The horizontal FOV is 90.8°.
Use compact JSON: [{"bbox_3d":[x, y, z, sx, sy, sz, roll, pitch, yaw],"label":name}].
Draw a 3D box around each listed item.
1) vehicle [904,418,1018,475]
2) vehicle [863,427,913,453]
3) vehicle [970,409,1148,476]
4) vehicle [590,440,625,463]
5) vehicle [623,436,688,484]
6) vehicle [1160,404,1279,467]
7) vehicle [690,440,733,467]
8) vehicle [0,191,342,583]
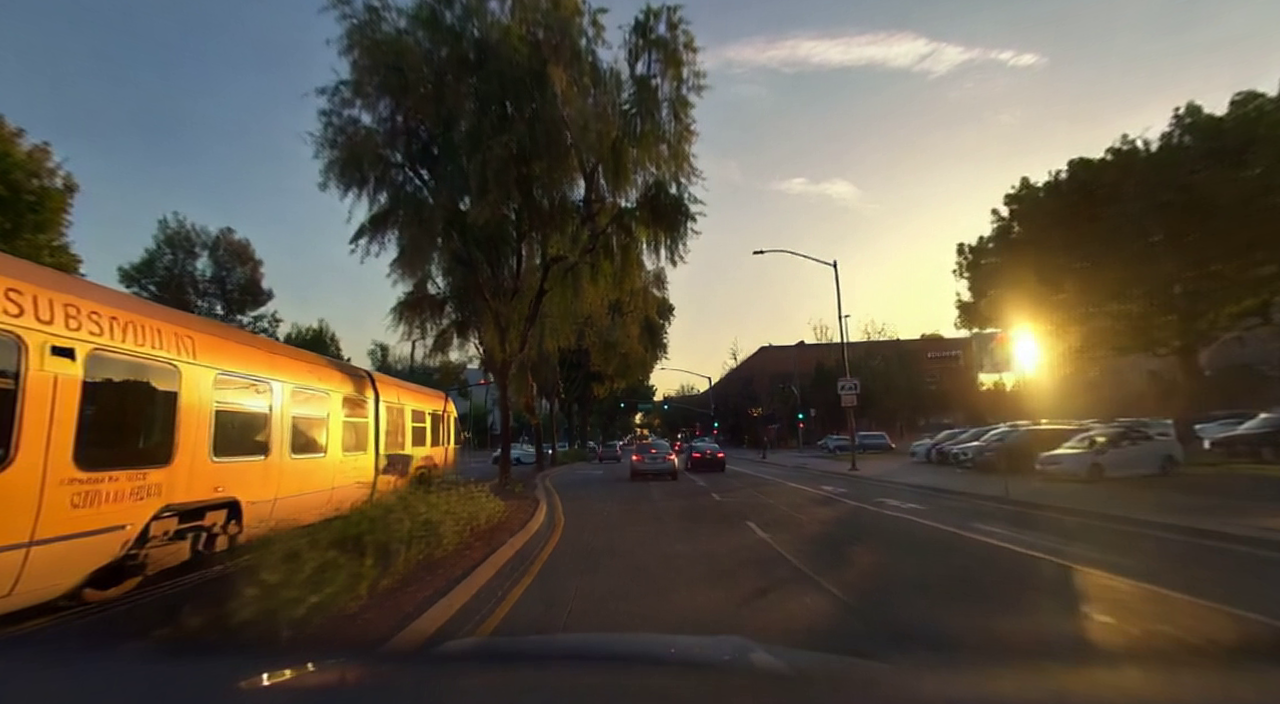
[{"bbox_3d":[13.775,4.001,27.637,2.221,2.116,5.535,1,-6,1],"label":"vehicle"},{"bbox_3d":[19.372,6.951,49.628,2.116,1.937,4.515,0,-8,1],"label":"vehicle"},{"bbox_3d":[13.592,3.022,21.093,2.145,1.911,5.581,0,-8,0],"label":"vehicle"},{"bbox_3d":[-2.126,6.642,42.323,2.118,1.478,4.076,0,-8,1],"label":"vehicle"},{"bbox_3d":[0.501,3.634,21.628,2.002,1.471,4.337,0,-8,0],"label":"vehicle"},{"bbox_3d":[19.813,2.638,19.859,2.159,1.817,5.675,0,-8,1],"label":"vehicle"},{"bbox_3d":[3.998,5.750,35.954,1.944,1.447,4.392,0,-8,0],"label":"vehicle"},{"bbox_3d":[-7.544,0.309,5.831,2.897,3.700,13.528,0,-7,1],"label":"vehicle"}]
